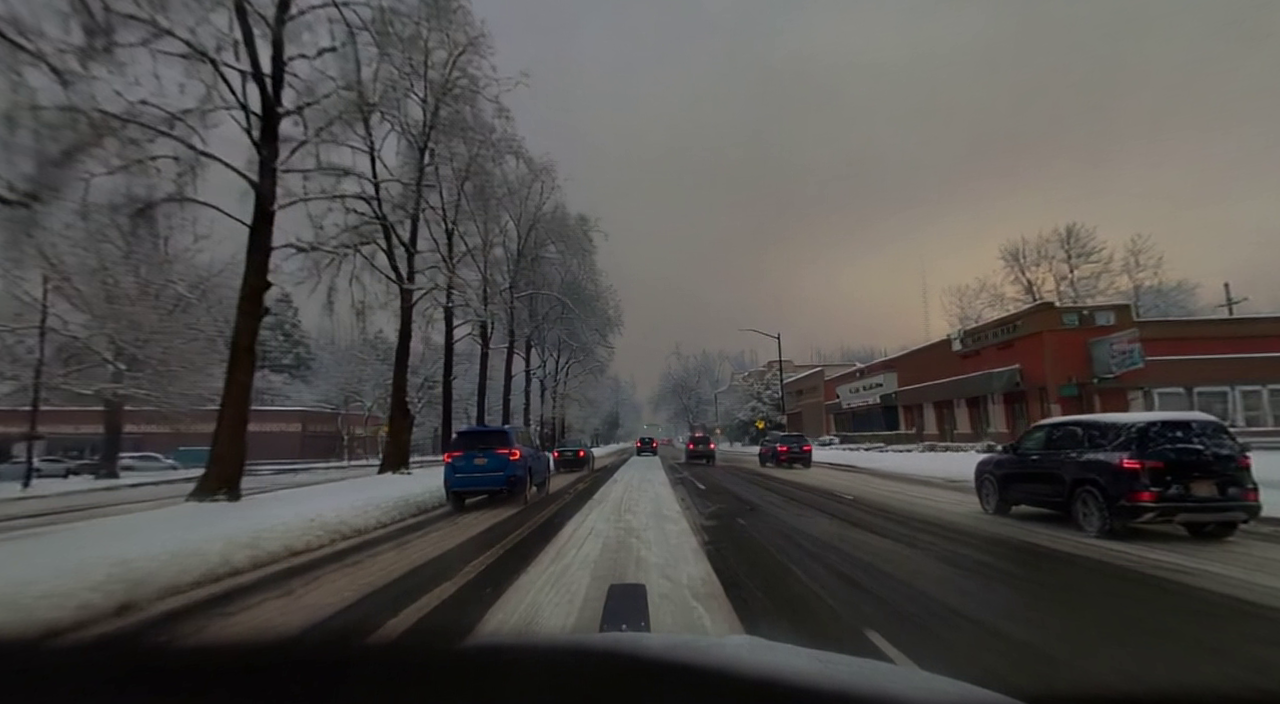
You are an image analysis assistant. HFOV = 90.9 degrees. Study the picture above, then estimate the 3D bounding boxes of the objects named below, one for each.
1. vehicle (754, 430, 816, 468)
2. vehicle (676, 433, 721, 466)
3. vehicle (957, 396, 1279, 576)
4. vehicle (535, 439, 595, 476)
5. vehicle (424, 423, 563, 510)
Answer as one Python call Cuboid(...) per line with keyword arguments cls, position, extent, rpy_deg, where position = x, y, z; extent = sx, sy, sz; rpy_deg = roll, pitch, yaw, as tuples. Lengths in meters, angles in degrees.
Cuboid(cls="vehicle", position=(7.383, 5.010, 32.505), extent=(2.076, 1.793, 4.464), rpy_deg=(0, -9, 0))
Cuboid(cls="vehicle", position=(3.418, 5.823, 37.635), extent=(2.178, 1.804, 4.766), rpy_deg=(0, -8, 0))
Cuboid(cls="vehicle", position=(6.281, 1.578, 8.177), extent=(2.088, 1.666, 4.512), rpy_deg=(-1, -9, 2))
Cuboid(cls="vehicle", position=(-3.261, 4.672, 28.120), extent=(2.036, 1.465, 4.301), rpy_deg=(-1, -9, 2))
Cuboid(cls="vehicle", position=(-3.213, 2.631, 14.898), extent=(2.141, 1.719, 4.379), rpy_deg=(0, -9, 1))
